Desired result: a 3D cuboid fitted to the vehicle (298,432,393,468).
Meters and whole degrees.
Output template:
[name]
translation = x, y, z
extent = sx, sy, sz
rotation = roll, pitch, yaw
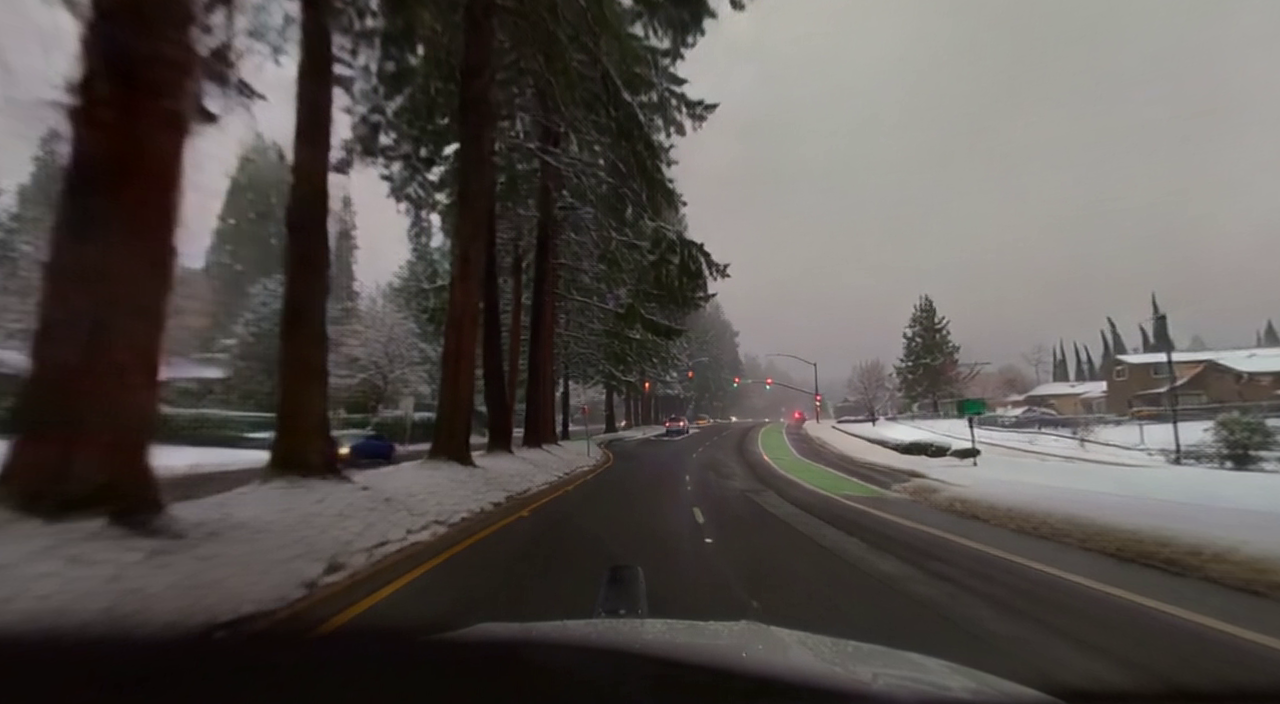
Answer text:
[vehicle]
translation = -13.263, 4.471, 28.783
extent = 1.903, 1.504, 4.346
rotation = -1, -9, 6
